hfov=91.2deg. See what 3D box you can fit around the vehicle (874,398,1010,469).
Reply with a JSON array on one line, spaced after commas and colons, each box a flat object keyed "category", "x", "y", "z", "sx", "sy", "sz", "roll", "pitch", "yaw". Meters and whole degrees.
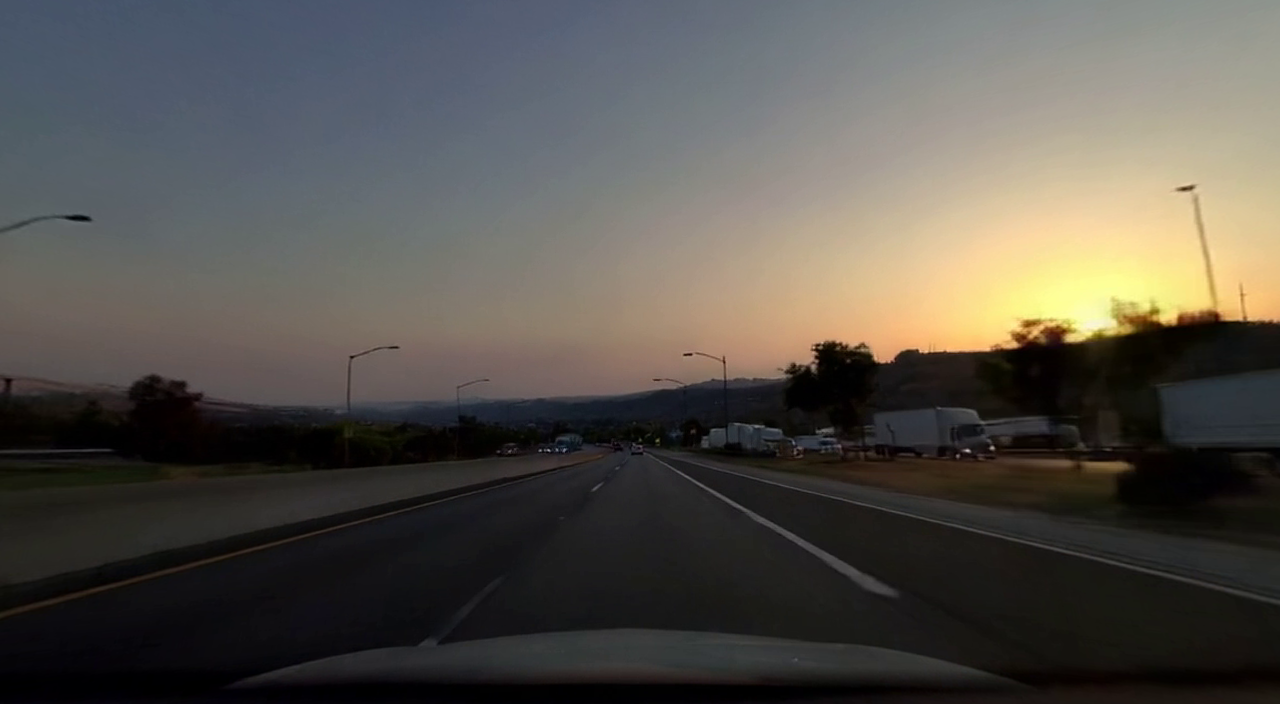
[{"category": "vehicle", "x": 21.021, "y": 5.959, "z": 45.284, "sx": 2.849, "sy": 4.148, "sz": 14.184, "roll": -3, "pitch": -8, "yaw": 1}]
